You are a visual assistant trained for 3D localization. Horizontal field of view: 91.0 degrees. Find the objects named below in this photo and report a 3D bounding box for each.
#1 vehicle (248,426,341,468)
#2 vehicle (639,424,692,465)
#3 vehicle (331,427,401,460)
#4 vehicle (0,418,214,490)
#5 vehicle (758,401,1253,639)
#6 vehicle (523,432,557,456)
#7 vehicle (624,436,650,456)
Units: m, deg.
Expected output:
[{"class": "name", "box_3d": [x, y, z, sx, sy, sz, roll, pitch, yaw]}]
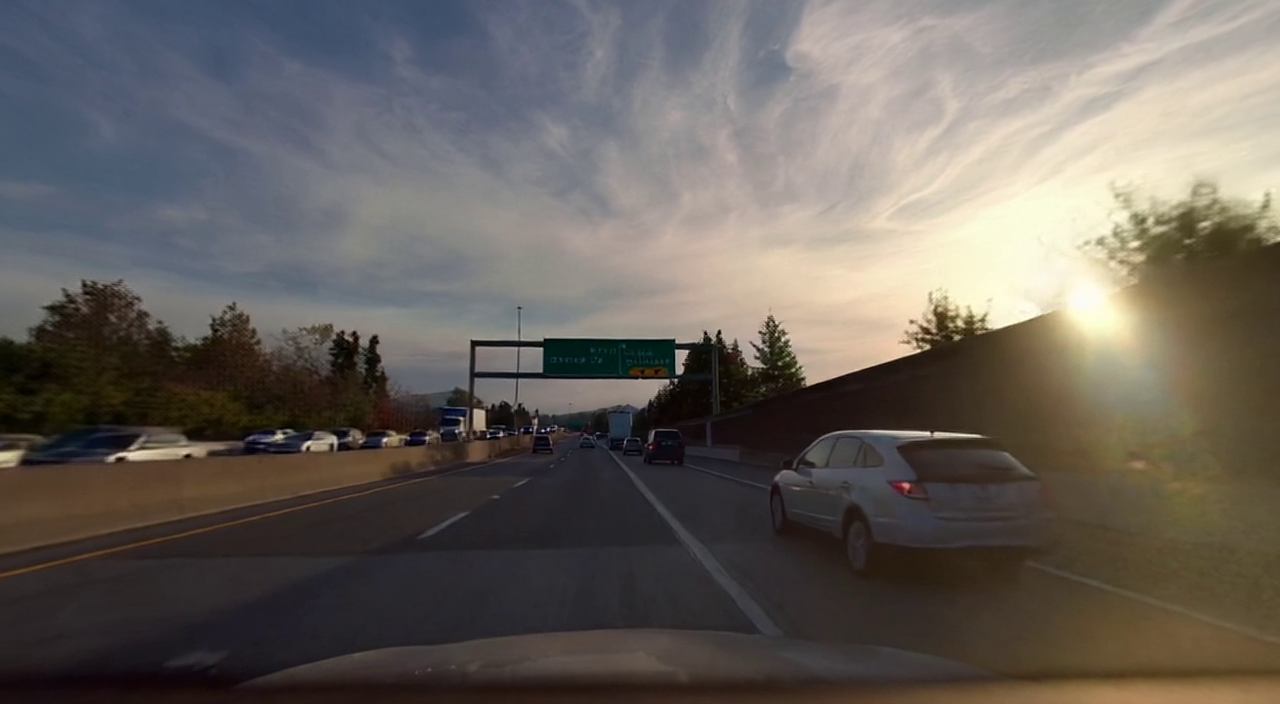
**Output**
[{"class": "vehicle", "box_3d": [-12.622, 3.481, 23.222, 1.610, 1.420, 3.445, 0, -8, -3]}, {"class": "vehicle", "box_3d": [1.220, 4.836, 32.915, 2.207, 1.937, 5.610, 0, -8, -4]}, {"class": "vehicle", "box_3d": [-12.722, 4.277, 29.459, 1.853, 1.406, 3.495, 1, -8, -4]}, {"class": "vehicle", "box_3d": [-12.116, 2.343, 14.671, 1.727, 1.433, 3.940, 0, -8, -4]}, {"class": "vehicle", "box_3d": [2.790, 1.385, 6.315, 2.127, 1.497, 4.445, 0, -8, -3]}, {"class": "vehicle", "box_3d": [-7.494, 6.963, 47.544, 2.058, 1.689, 4.315, 0, -8, -3]}, {"class": "vehicle", "box_3d": [-0.267, 7.103, 47.638, 1.844, 1.462, 3.736, 0, -8, -2]}]
